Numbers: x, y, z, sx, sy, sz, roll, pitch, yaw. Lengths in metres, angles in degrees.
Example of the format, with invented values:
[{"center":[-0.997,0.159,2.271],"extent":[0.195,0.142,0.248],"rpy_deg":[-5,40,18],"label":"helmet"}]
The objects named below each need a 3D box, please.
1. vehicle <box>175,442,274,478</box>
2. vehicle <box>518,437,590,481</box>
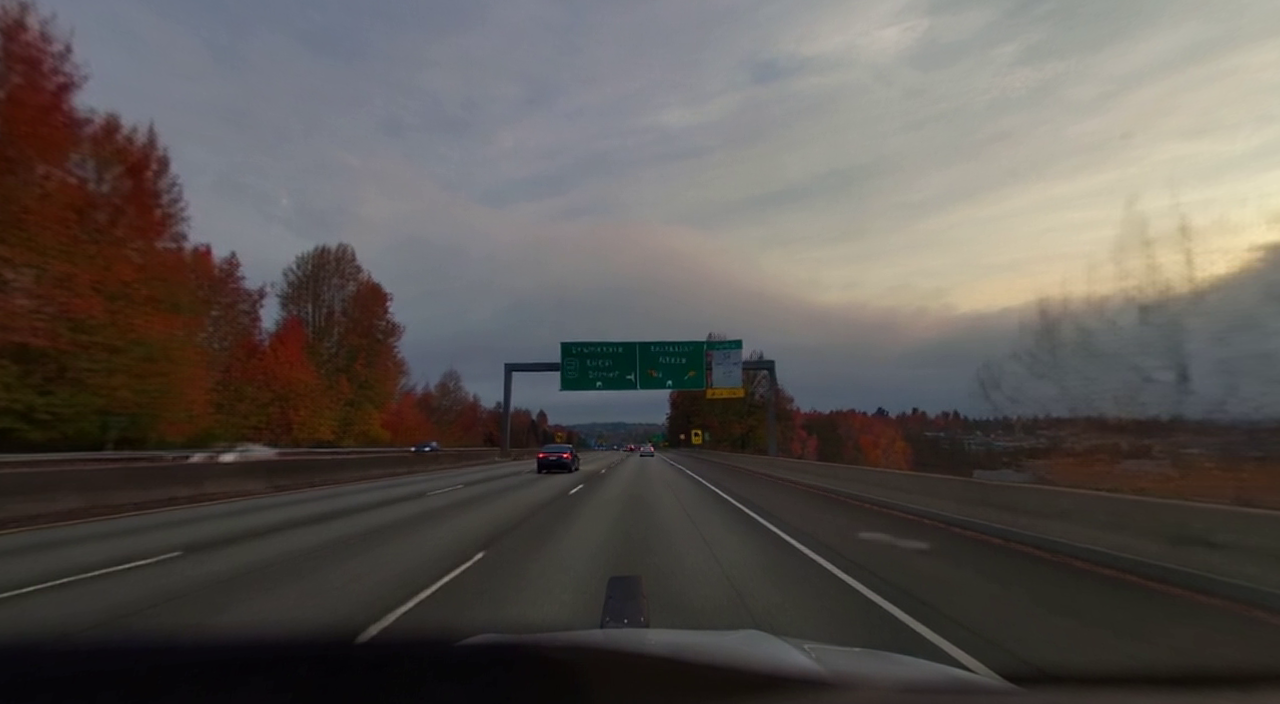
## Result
[{"center":[-20.023,5.193,30.571],"extent":[1.908,1.567,4.458],"rpy_deg":[0,-8,-3],"label":"vehicle"},{"center":[-3.322,4.261,25.355],"extent":[2.061,1.572,4.814],"rpy_deg":[0,-8,2],"label":"vehicle"}]
